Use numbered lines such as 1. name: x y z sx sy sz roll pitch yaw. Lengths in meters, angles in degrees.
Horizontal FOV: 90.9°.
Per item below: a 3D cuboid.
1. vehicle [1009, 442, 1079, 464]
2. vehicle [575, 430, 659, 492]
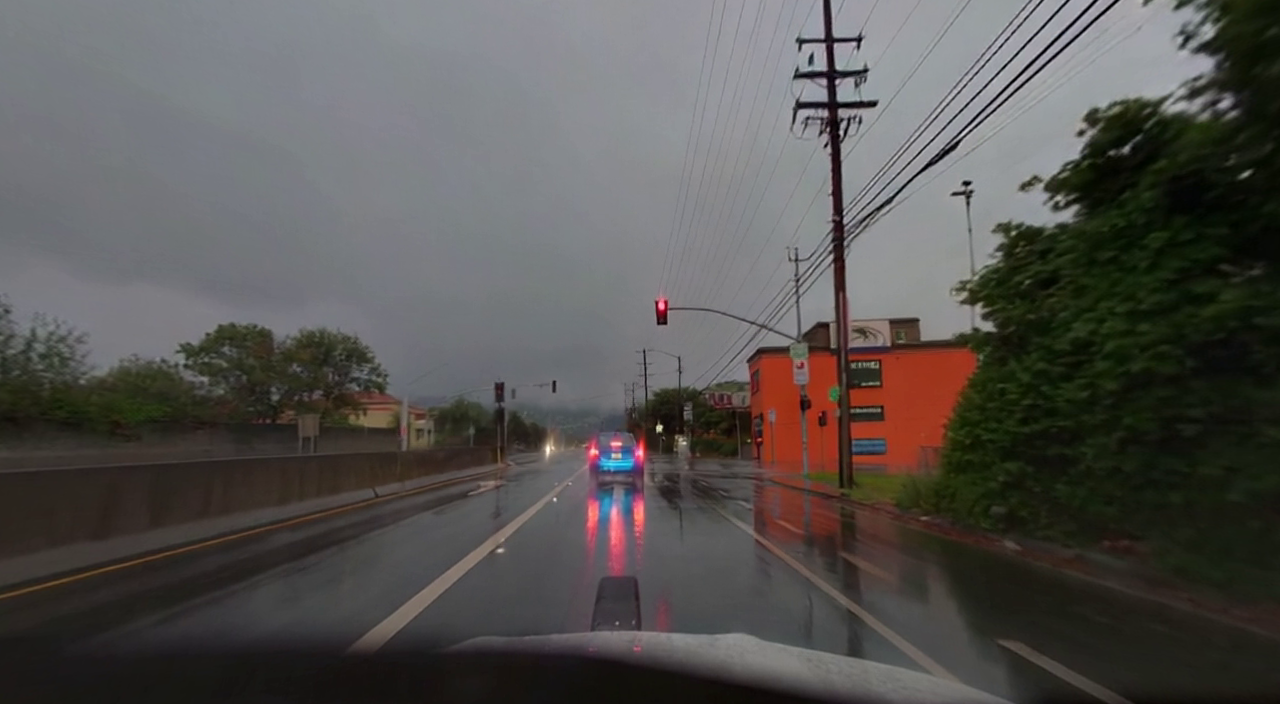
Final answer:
1. vehicle: 27.501 6.838 42.943 1.635 1.433 3.558 5 -9 -32
2. vehicle: -0.624 3.017 17.895 2.123 1.566 3.662 0 -8 -1
